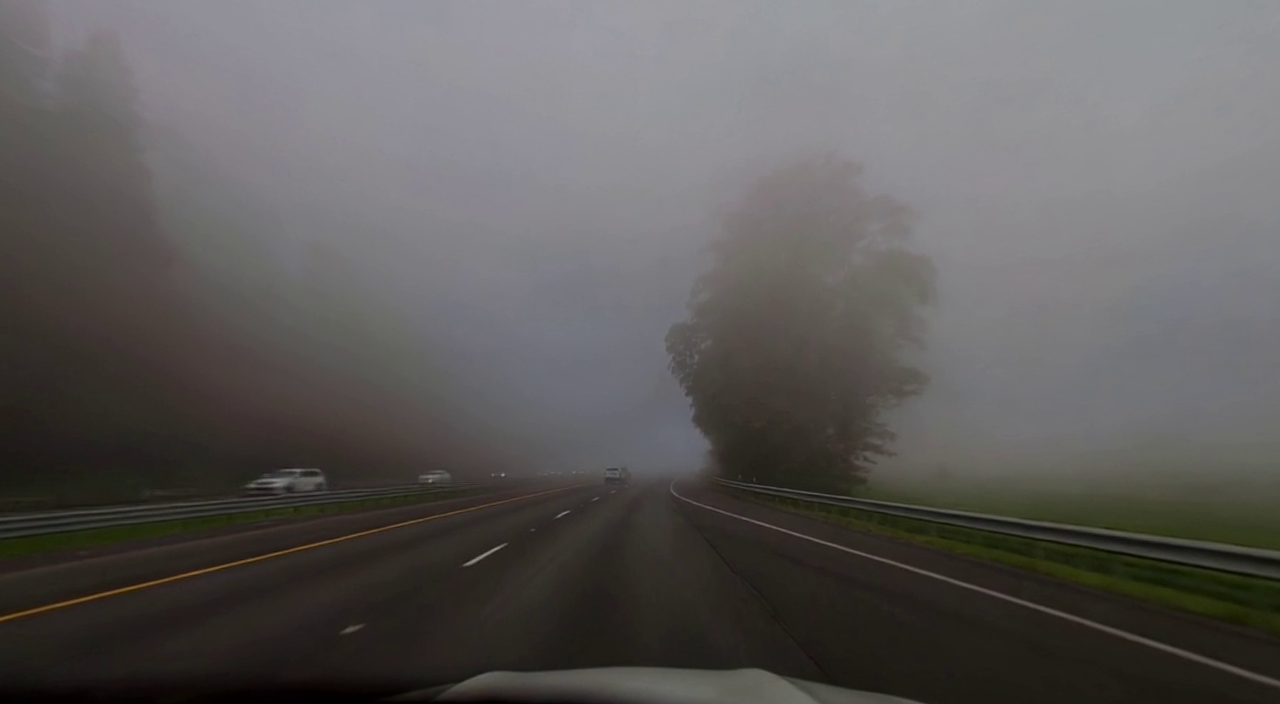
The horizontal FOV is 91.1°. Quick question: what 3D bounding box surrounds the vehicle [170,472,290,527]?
[{"bbox_3d":[-16.217,5.824,25.127,1.986,1.636,4.048,-3,-7,2],"label":"vehicle"}]
